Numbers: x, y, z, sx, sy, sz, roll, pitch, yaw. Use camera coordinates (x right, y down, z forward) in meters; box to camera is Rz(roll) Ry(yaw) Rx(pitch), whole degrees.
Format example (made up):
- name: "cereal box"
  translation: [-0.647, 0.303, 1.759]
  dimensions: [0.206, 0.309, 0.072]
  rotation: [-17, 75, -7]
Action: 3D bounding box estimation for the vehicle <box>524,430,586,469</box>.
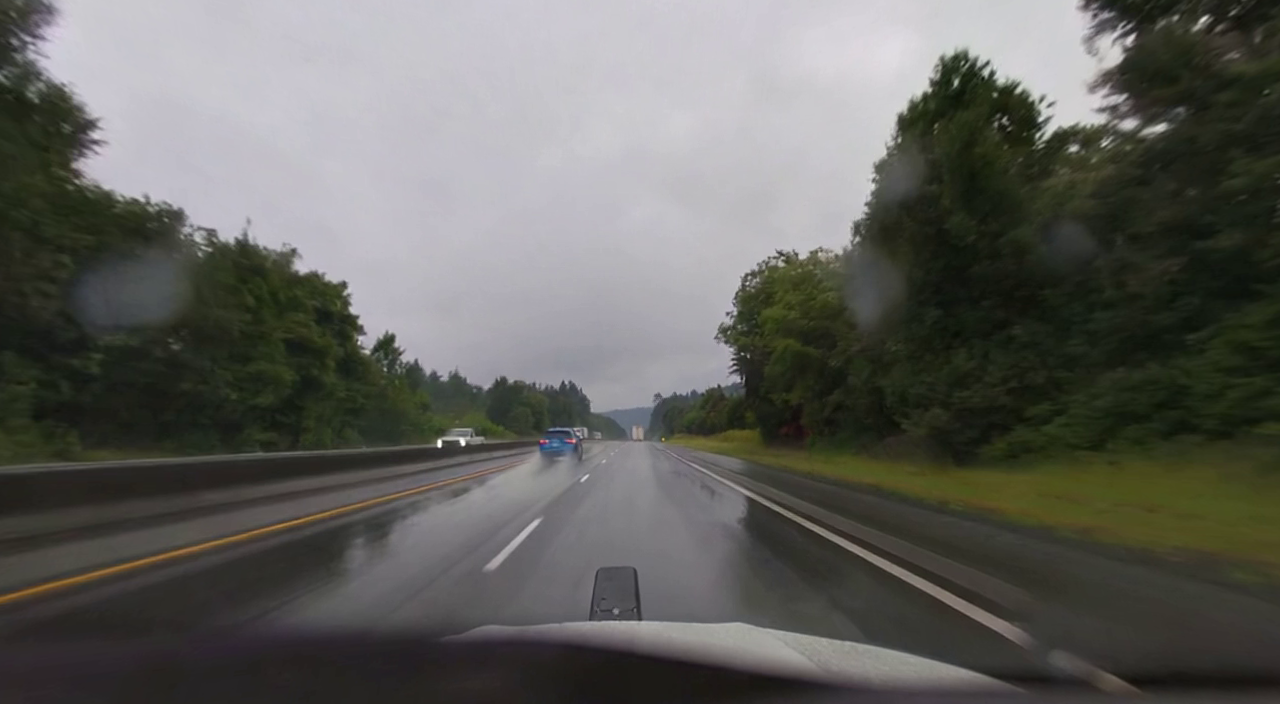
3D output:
- name: "vehicle"
  translation: [-3.445, 4.032, 26.200]
  dimensions: [2.085, 1.479, 3.846]
  rotation: [0, -8, 0]
